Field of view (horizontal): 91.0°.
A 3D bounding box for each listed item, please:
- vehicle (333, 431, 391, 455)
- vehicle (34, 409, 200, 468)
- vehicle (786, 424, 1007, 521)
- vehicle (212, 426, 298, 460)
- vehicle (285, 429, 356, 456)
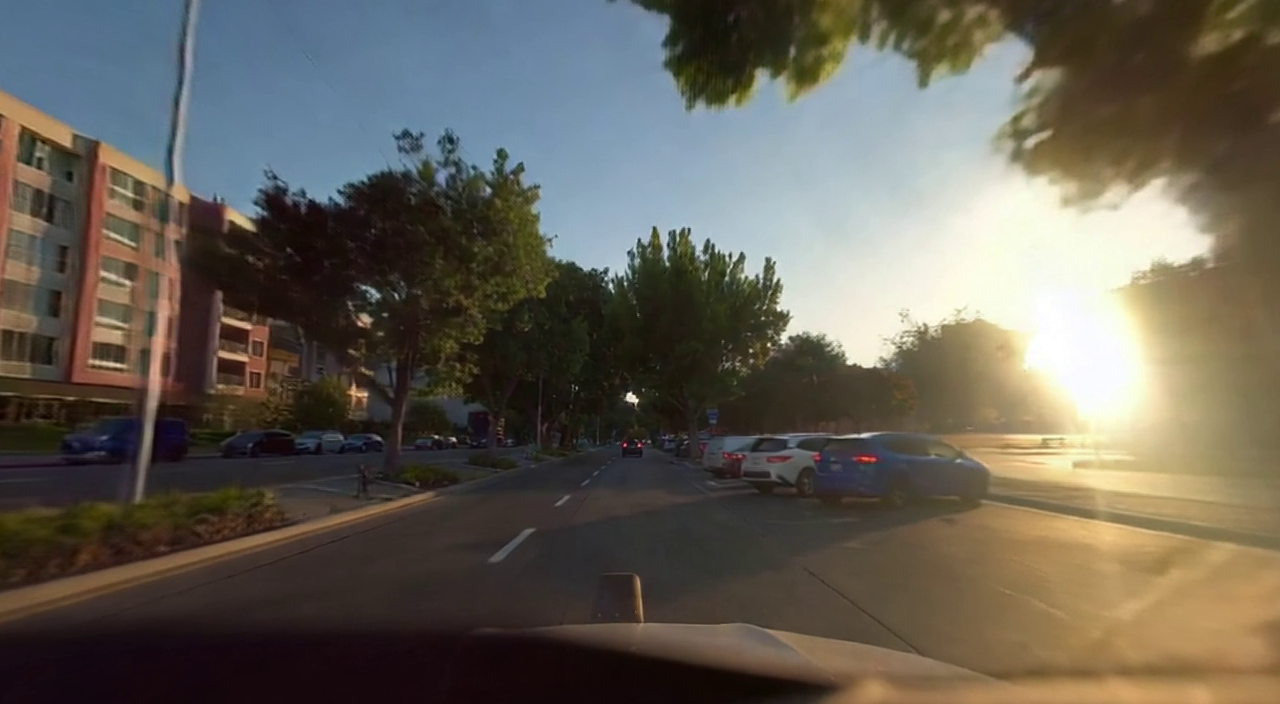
[{"bbox_3d":[-18.980,6.236,43.196,1.869,1.494,4.833,0,-8,-2],"label":"vehicle"},{"bbox_3d":[-18.771,3.153,22.936,1.972,1.839,4.553,3,-8,1],"label":"vehicle"},{"bbox_3d":[4.873,2.143,11.805,4.047,1.497,1.898,5,-10,-36],"label":"vehicle"},{"bbox_3d":[-18.789,4.468,30.935,1.807,1.501,4.134,0,-8,-3],"label":"vehicle"},{"bbox_3d":[-18.719,5.331,37.089,1.811,1.502,4.639,0,-8,-1],"label":"vehicle"}]
